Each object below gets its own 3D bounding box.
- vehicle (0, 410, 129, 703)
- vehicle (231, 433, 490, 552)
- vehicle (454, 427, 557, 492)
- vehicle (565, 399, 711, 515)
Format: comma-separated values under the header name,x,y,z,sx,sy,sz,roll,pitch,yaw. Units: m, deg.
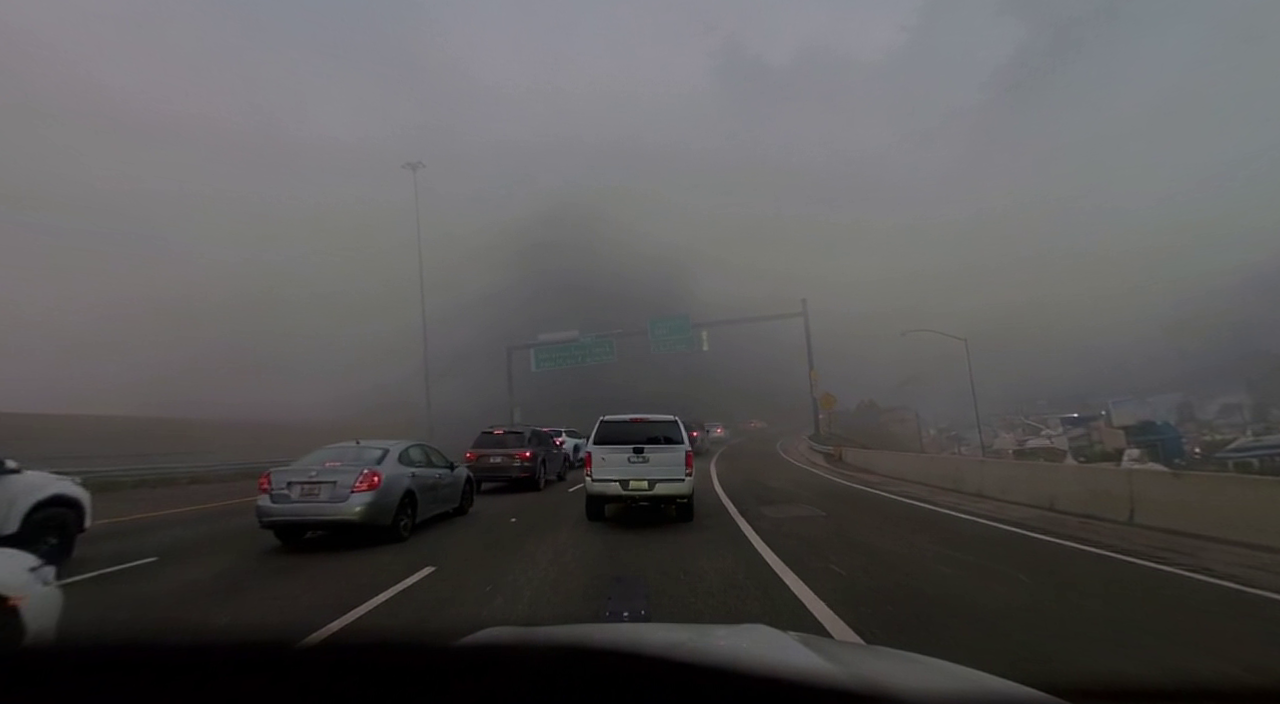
name,x,y,z,sx,sy,sz,roll,pitch,yaw
vehicle,-3.777,0.716,0.799,1.998,1.494,5.020,0,-9,1
vehicle,-4.059,2.096,10.151,2.087,1.481,4.225,0,-9,2
vehicle,-3.931,3.235,19.287,1.953,1.729,4.377,-1,-9,4
vehicle,0.020,2.323,14.325,2.616,2.063,5.933,0,-9,1
